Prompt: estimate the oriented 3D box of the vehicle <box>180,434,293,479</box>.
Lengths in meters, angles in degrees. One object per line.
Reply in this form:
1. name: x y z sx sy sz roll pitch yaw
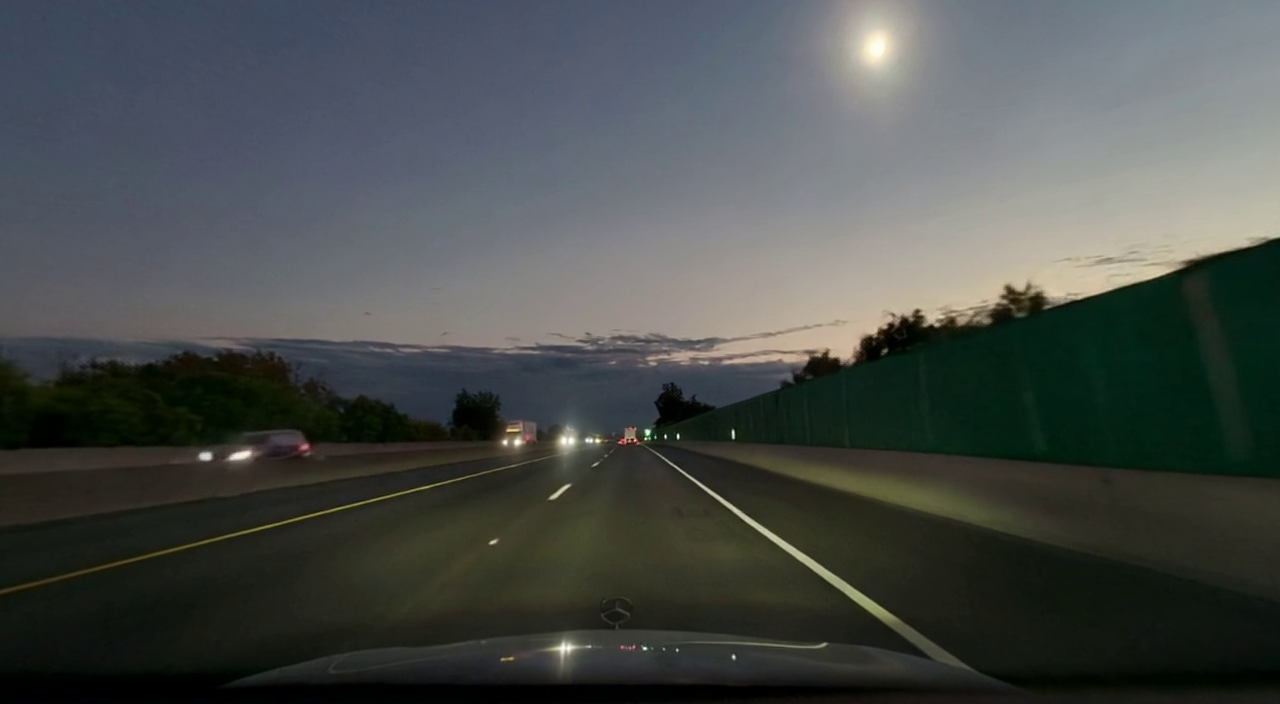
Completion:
1. vehicle: -16.779 4.330 26.505 1.973 1.703 4.250 0 -7 -1
